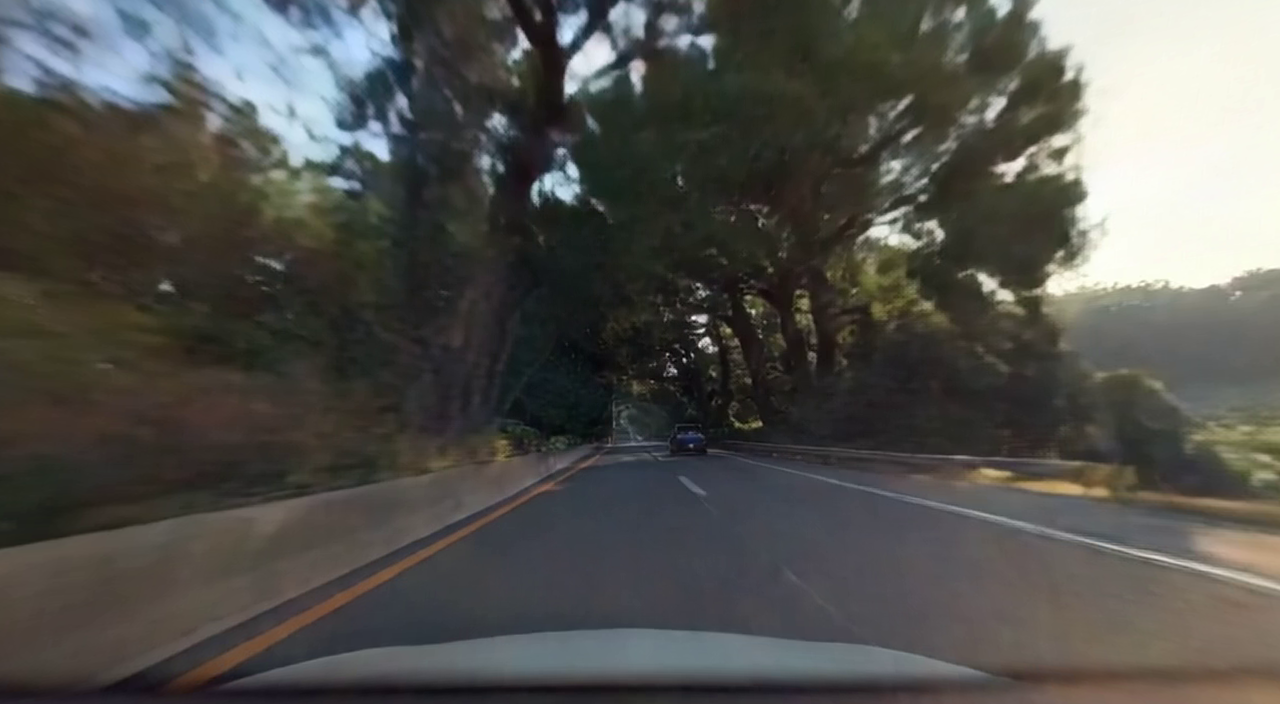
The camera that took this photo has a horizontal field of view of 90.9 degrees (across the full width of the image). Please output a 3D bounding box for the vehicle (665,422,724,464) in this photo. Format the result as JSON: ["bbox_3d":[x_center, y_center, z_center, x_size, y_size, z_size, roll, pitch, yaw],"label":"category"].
[{"bbox_3d":[2.487,4.294,29.952,2.240,1.801,4.545,0,-8,-2],"label":"vehicle"}]
